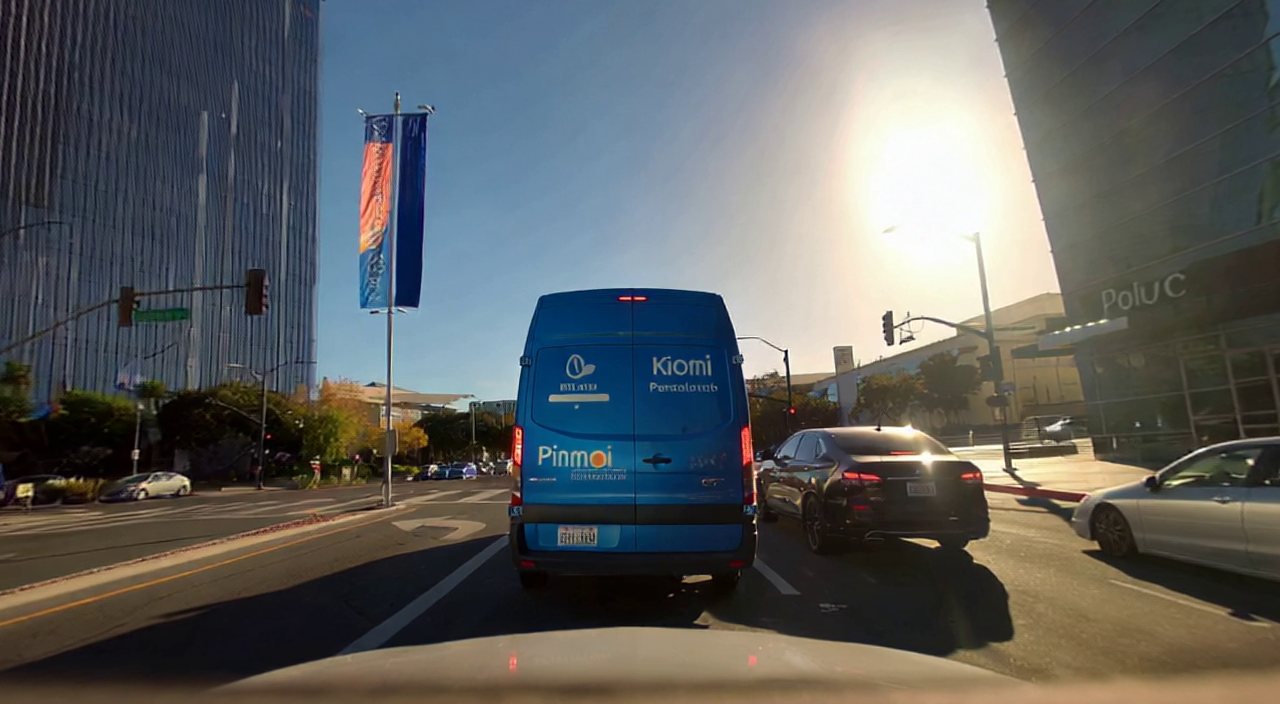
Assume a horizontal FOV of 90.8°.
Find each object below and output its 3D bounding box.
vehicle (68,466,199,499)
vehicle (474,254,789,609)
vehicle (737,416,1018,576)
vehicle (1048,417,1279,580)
[{"bbox_3d":[-26.206,6.752,32.880,4.888,1.481,1.873,2,-9,-16],"label":"vehicle"},{"bbox_3d":[-0.030,1.165,9.080,2.613,3.035,7.342,0,-8,1],"label":"vehicle"},{"bbox_3d":[2.880,1.867,9.050,2.183,1.676,4.506,0,-8,-1],"label":"vehicle"},{"bbox_3d":[7.530,1.587,7.013,1.963,1.669,4.678,3,-9,-20],"label":"vehicle"}]
